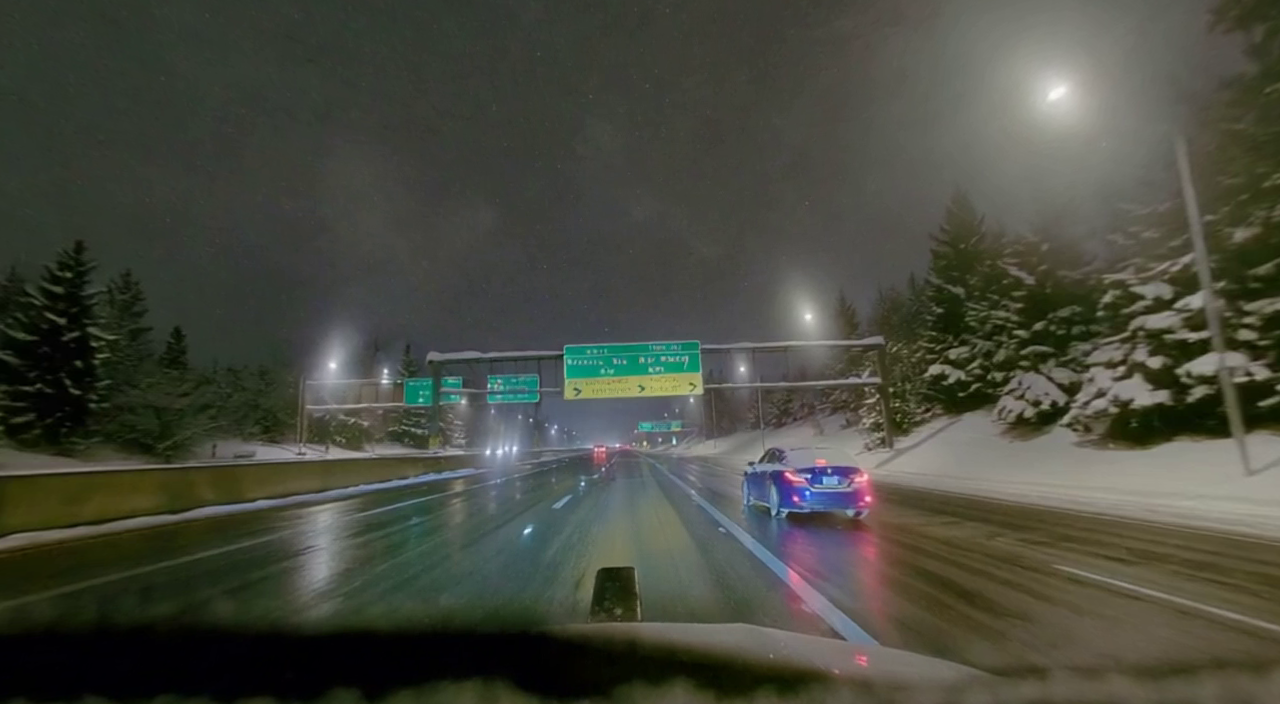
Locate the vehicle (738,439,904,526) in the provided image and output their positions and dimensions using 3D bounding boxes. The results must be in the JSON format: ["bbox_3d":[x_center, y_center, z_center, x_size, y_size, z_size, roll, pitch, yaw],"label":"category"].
[{"bbox_3d":[3.491,2.603,13.290,1.989,1.479,4.670,0,-9,-2],"label":"vehicle"}]
